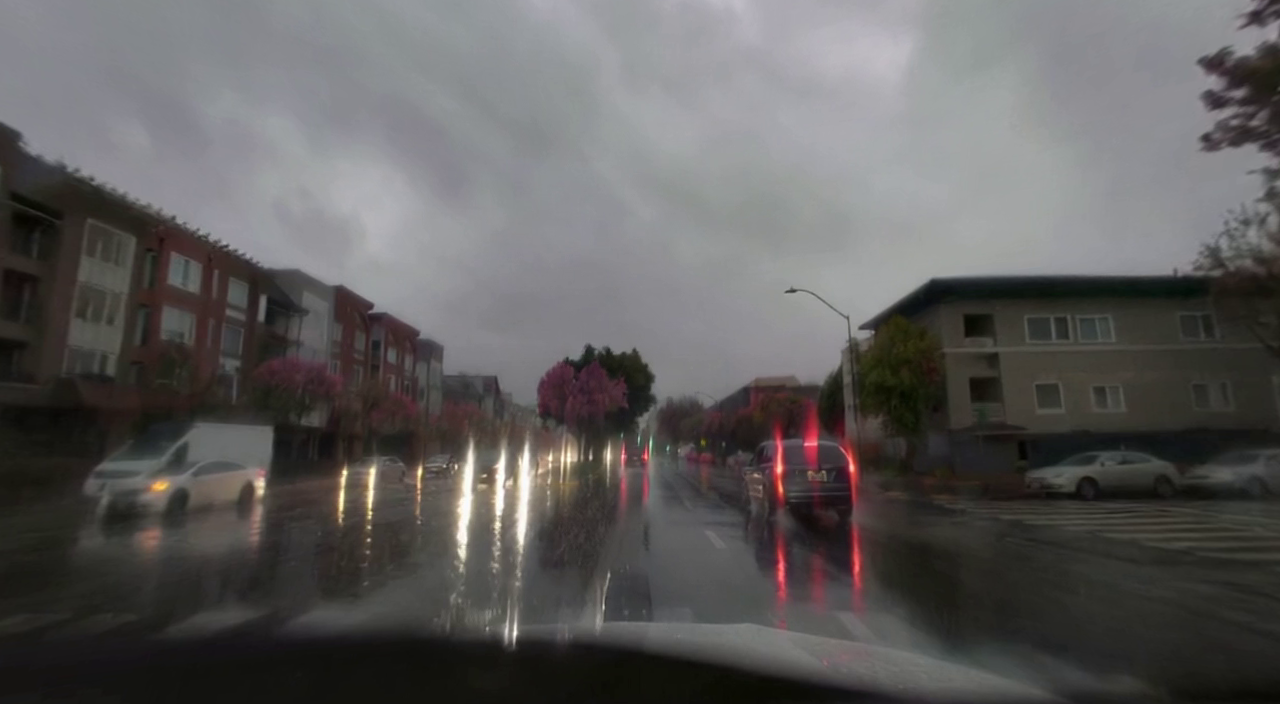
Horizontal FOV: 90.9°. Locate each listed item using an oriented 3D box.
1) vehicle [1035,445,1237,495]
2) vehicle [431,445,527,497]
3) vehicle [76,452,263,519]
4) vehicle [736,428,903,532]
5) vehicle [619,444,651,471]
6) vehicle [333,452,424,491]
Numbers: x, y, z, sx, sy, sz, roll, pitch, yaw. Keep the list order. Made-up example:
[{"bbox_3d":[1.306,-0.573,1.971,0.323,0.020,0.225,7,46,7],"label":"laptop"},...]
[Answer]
[{"bbox_3d":[15.860,3.756,20.323,4.855,1.464,2.100,1,-9,-4],"label":"vehicle"},{"bbox_3d":[-5.586,4.148,22.493,2.012,1.501,4.626,-2,-8,3],"label":"vehicle"},{"bbox_3d":[-12.626,3.558,17.323,1.886,1.548,4.077,0,-8,1],"label":"vehicle"},{"bbox_3d":[3.400,2.516,13.030,2.071,1.747,4.549,0,-8,0],"label":"vehicle"},{"bbox_3d":[-0.341,7.688,46.114,2.244,1.813,4.129,0,-8,0],"label":"vehicle"},{"bbox_3d":[-11.341,5.191,27.736,1.932,1.521,4.738,0,-8,1],"label":"vehicle"}]
